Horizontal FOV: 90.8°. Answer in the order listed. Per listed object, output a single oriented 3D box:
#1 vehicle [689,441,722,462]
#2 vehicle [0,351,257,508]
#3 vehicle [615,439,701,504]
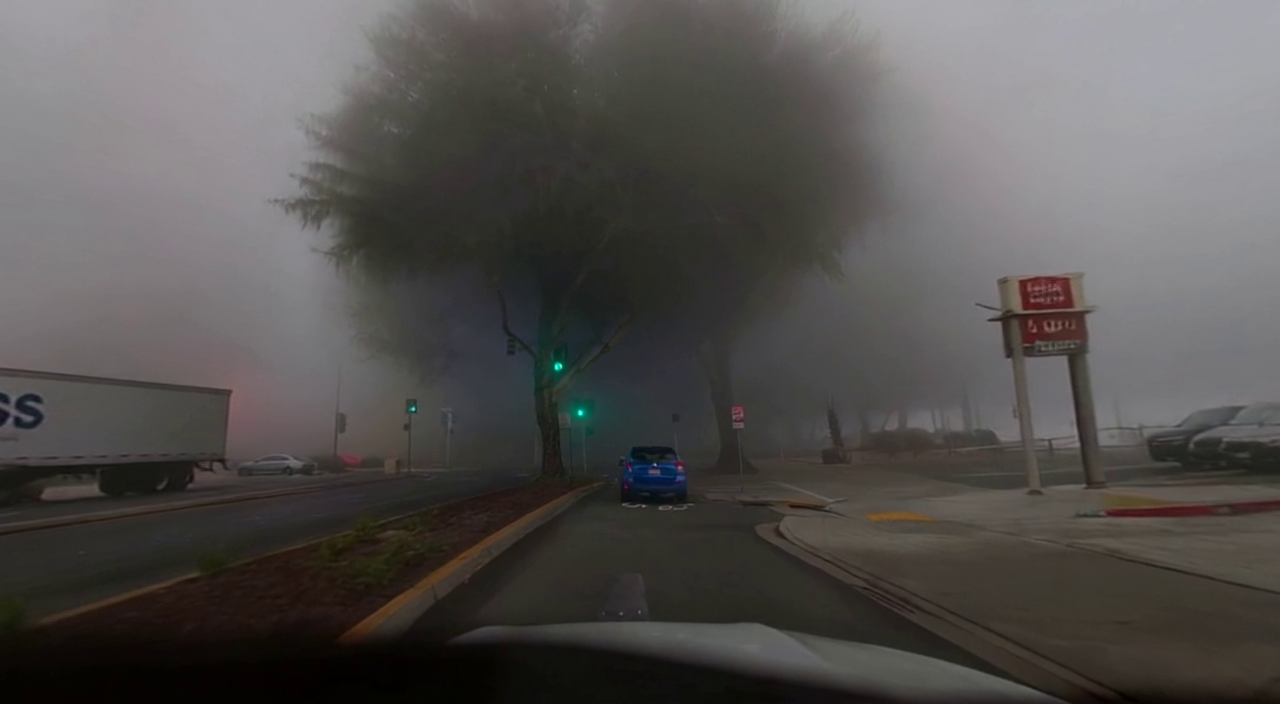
[{"bbox_3d":[4.906,7.329,46.689,2.012,1.468,4.169,-2,-9,11],"label":"vehicle"},{"bbox_3d":[-17.433,2.224,17.926,2.792,4.025,11.784,-3,-9,20],"label":"vehicle"},{"bbox_3d":[0.501,3.064,16.626,2.006,1.470,3.799,-1,-8,3],"label":"vehicle"}]
